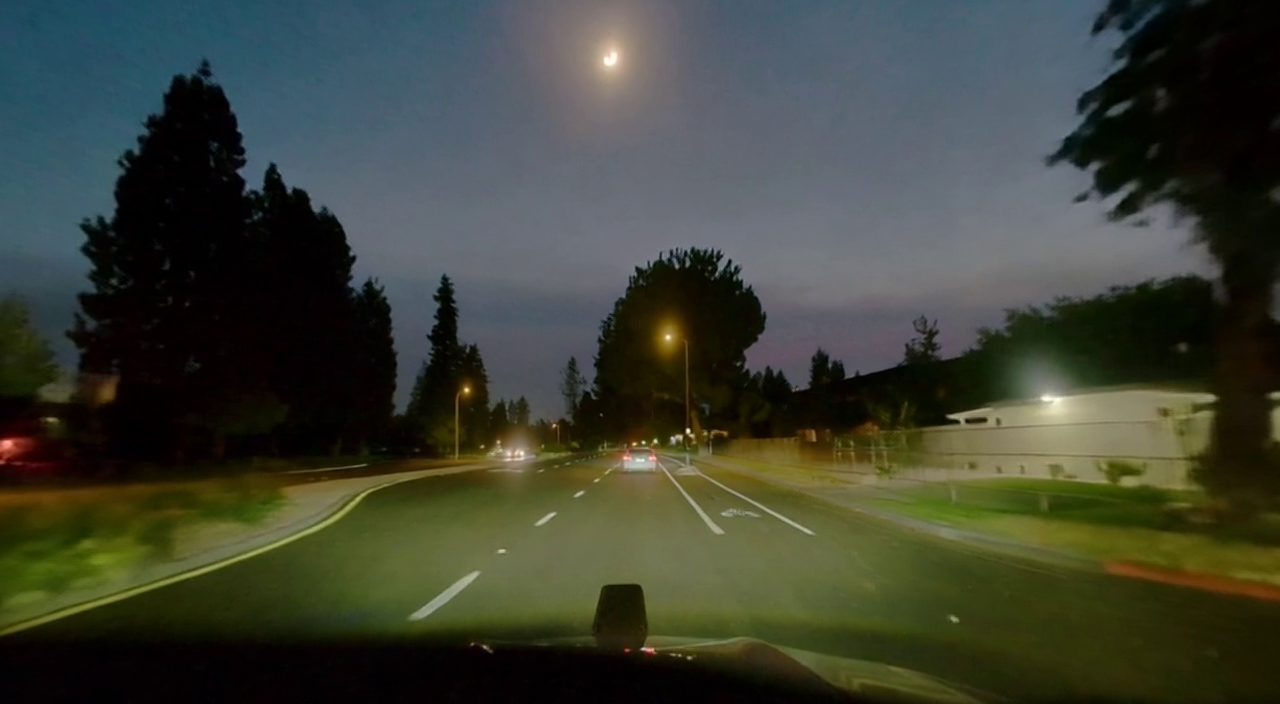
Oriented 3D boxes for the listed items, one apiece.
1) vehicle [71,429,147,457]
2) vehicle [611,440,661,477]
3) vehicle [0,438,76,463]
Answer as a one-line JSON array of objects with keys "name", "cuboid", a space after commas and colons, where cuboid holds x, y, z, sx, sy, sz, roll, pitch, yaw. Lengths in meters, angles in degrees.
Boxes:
[{"name": "vehicle", "cuboid": [-35.172, 6.029, 41.801, 3.451, 1.541, 1.784, 3, -8, 7]}, {"name": "vehicle", "cuboid": [-0.145, 4.589, 27.435, 2.009, 1.456, 4.003, 0, -9, 1]}, {"name": "vehicle", "cuboid": [-35.148, 5.677, 36.377, 3.471, 1.391, 1.625, 0, -9, -1]}]
